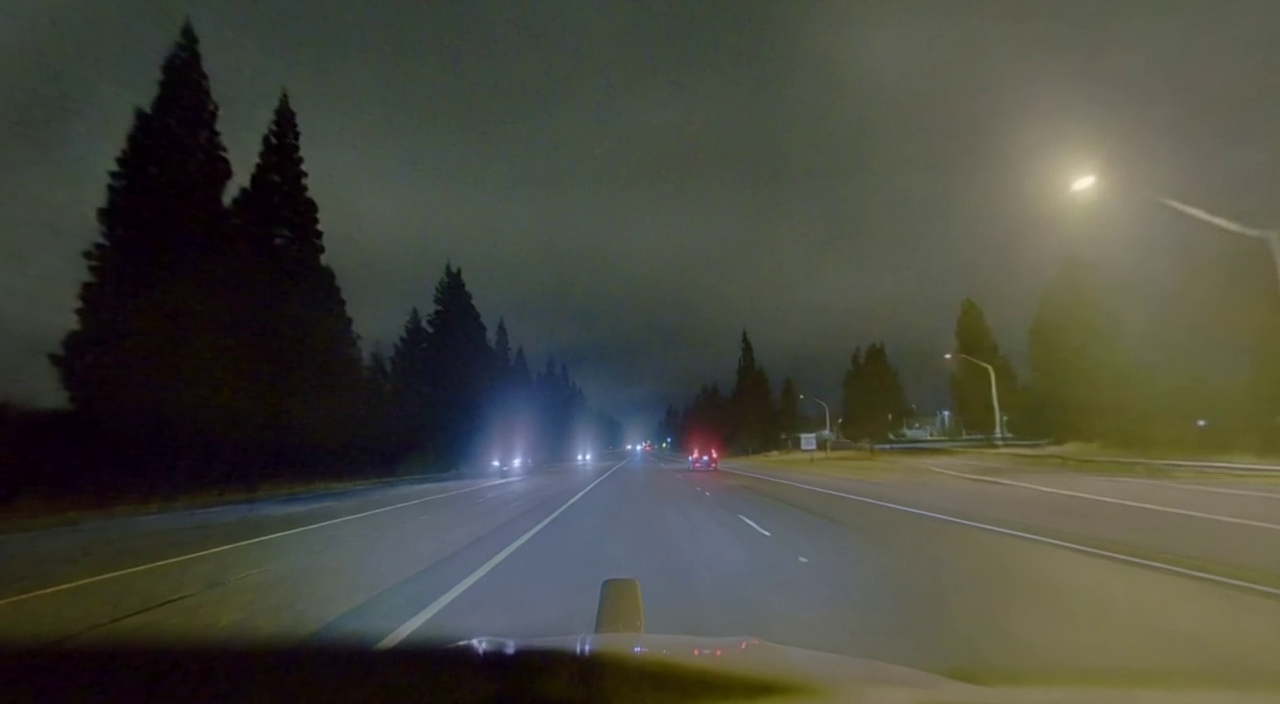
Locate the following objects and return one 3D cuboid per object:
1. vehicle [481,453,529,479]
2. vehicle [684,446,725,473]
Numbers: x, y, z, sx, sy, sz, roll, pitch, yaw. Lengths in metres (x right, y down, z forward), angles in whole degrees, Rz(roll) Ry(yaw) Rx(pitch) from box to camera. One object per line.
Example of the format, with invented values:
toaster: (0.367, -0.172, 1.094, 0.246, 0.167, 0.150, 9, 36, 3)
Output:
vehicle: (-8.623, 7.297, 40.614, 2.067, 1.551, 4.326, 0, -9, 1)
vehicle: (3.934, 6.634, 39.135, 2.013, 1.584, 3.995, 0, -9, -1)
